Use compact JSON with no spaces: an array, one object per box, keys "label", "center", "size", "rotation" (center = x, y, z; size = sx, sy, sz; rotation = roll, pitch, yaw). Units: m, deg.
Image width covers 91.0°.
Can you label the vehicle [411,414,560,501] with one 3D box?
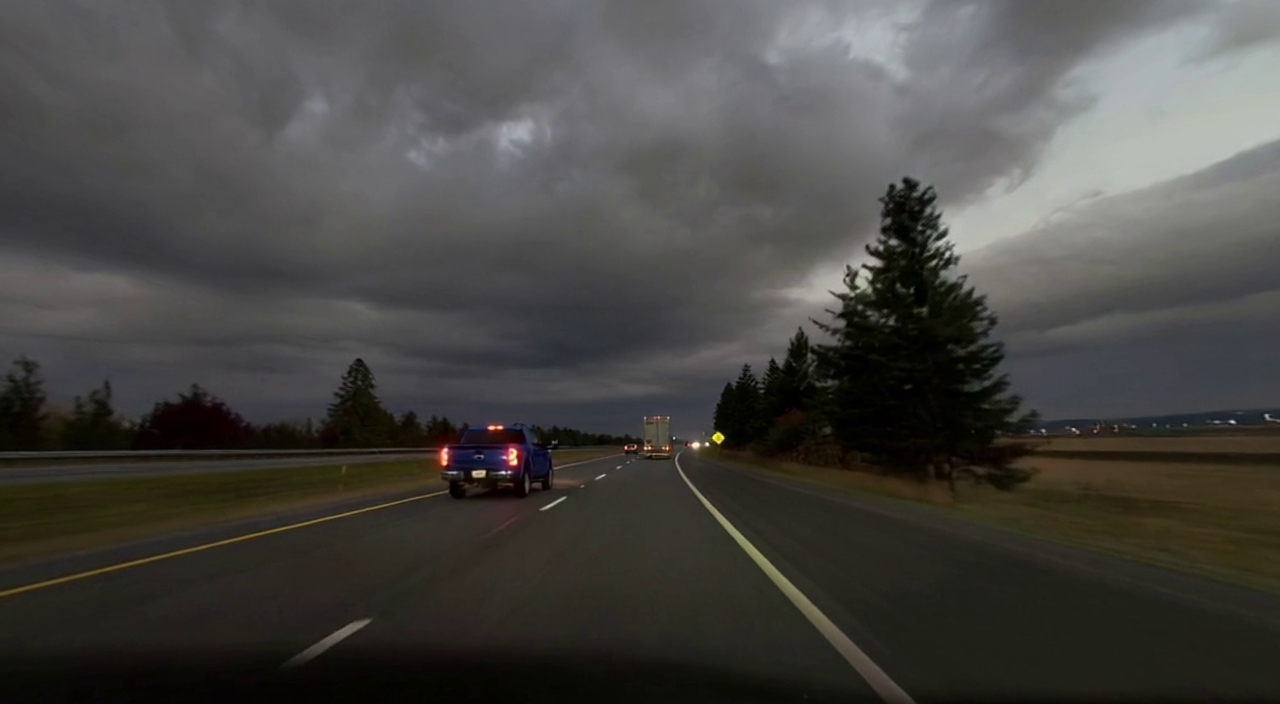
[{"label":"vehicle","center":[-3.565,2.597,15.775],"size":[2.295,1.815,4.983],"rotation":[0,-9,2]}]
